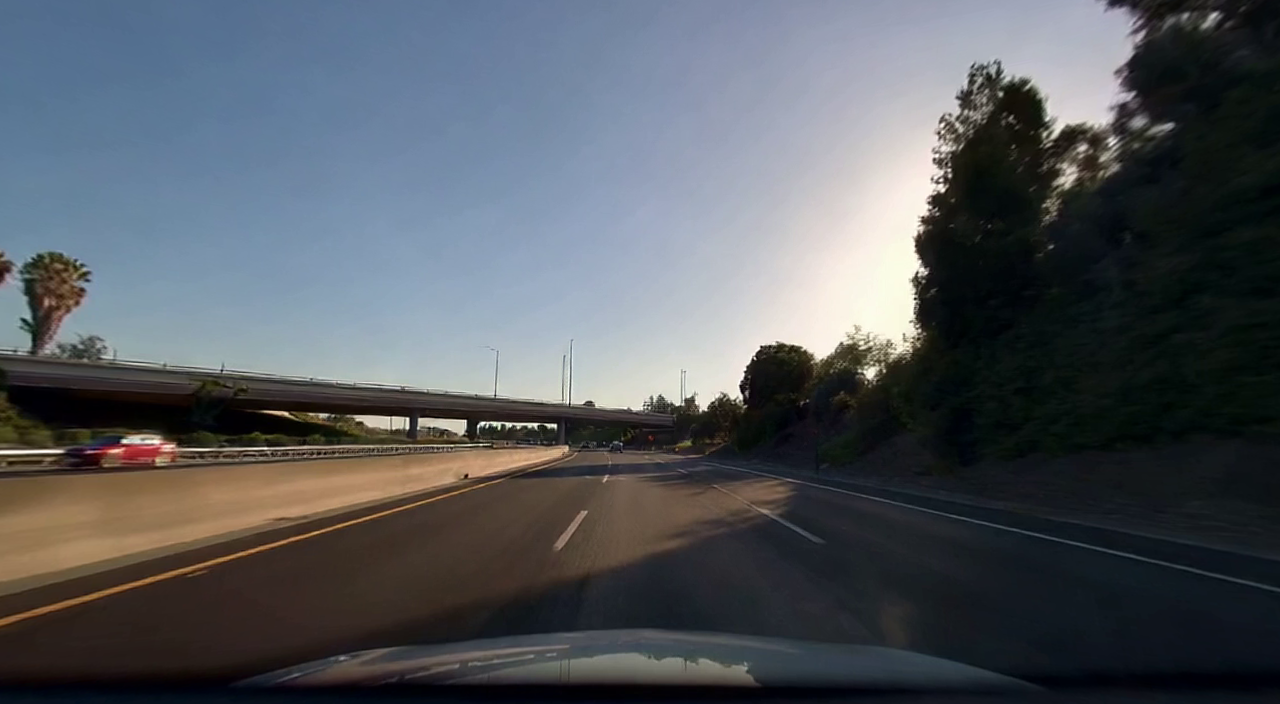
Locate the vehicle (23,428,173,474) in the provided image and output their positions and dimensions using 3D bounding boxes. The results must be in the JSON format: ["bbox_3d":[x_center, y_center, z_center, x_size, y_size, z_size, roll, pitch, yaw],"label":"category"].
[{"bbox_3d":[-23.241,4.283,27.272,2.093,1.798,4.981,0,-9,-1],"label":"vehicle"}]
